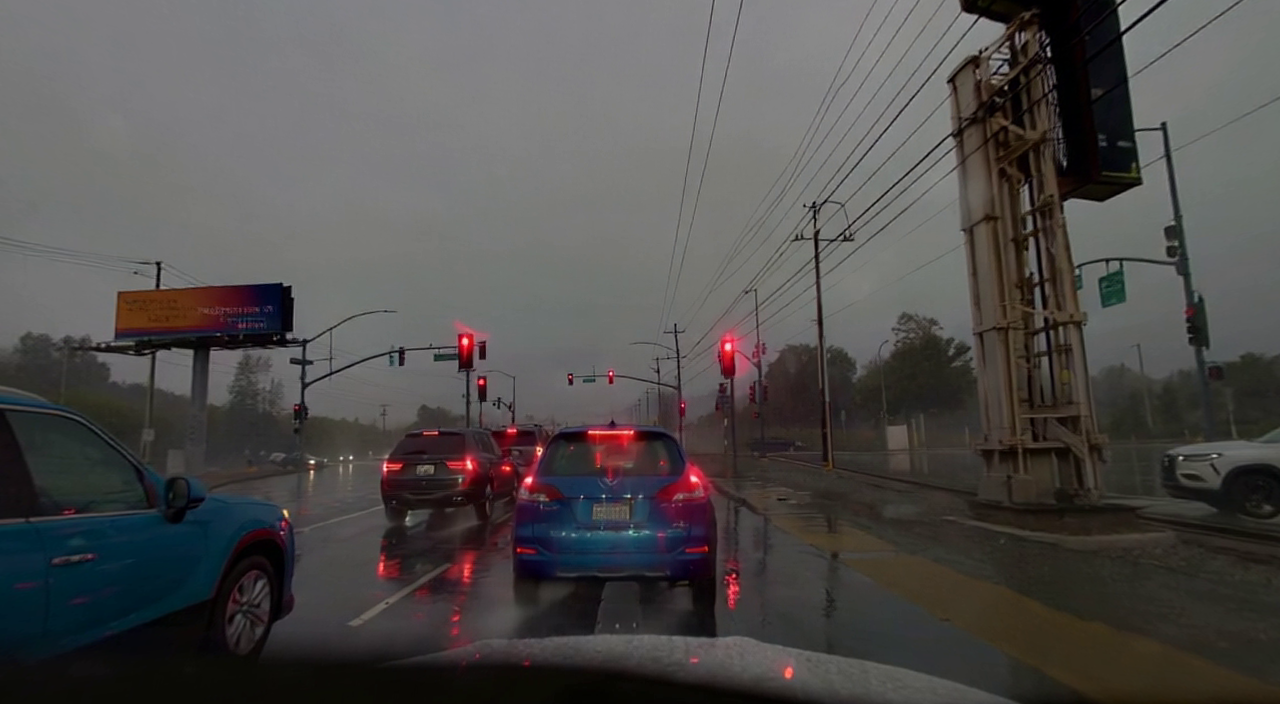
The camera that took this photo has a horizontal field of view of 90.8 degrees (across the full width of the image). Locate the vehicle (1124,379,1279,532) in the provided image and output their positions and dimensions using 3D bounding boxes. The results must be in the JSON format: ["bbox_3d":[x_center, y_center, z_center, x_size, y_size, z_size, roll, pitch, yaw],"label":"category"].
[{"bbox_3d":[9.604,1.320,8.188,5.060,1.702,2.033,1,-9,-4],"label":"vehicle"}]

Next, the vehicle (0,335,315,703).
[{"bbox_3d":[-3.923,0.863,2.992,2.052,1.814,5.184,0,-9,-1],"label":"vehicle"}]

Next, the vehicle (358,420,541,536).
[{"bbox_3d":[-3.146,2.182,11.503,1.988,1.678,4.317,0,-9,0],"label":"vehicle"}]

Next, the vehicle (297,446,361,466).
[{"bbox_3d":[-24.201,8.063,49.092,4.357,1.444,1.842,-3,-9,19],"label":"vehicle"}]

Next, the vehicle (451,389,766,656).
[{"bbox_3d":[-0.208,1.379,5.997,2.025,1.723,3.644,0,-9,0],"label":"vehicle"}]
